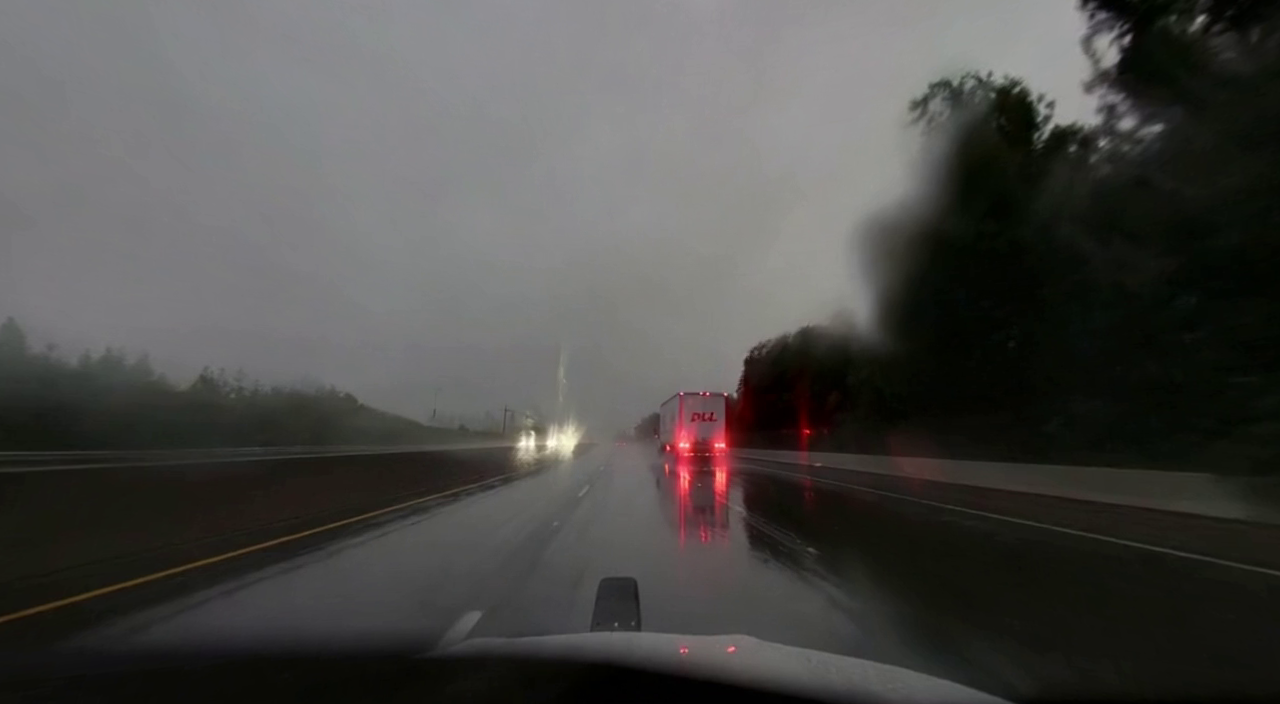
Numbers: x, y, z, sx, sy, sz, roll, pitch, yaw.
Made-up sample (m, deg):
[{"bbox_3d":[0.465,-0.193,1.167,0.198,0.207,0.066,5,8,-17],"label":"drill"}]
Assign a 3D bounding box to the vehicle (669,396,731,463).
[{"bbox_3d":[3.768,5.197,41.709,2.880,3.918,8.254,0,-8,-3],"label":"vehicle"}]
